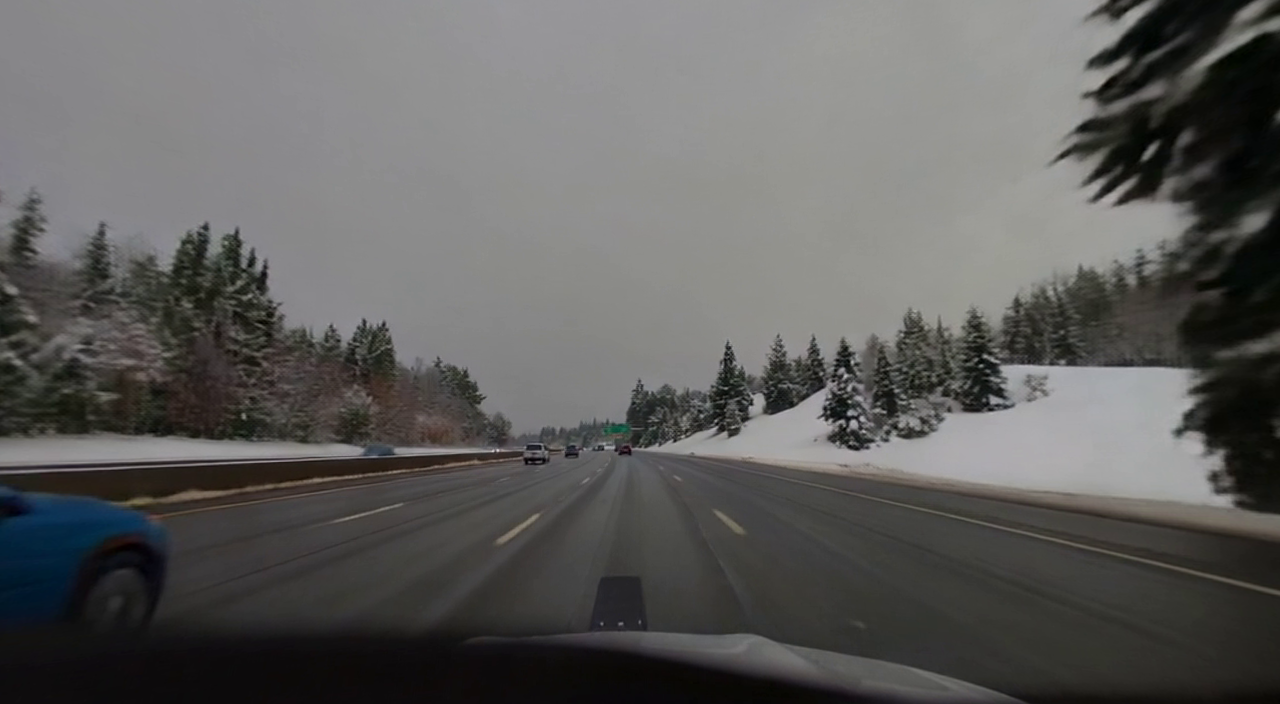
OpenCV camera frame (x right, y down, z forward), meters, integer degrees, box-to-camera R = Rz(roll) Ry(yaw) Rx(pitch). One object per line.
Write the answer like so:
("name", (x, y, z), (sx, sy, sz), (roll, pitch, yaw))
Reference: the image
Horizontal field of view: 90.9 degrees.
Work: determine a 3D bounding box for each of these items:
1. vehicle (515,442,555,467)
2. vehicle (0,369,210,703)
("vehicle", (-7.757, 7.621, 47.083), (2.179, 1.710, 5.160), (0, -8, 0))
("vehicle", (-4.255, 0.834, 2.266), (2.162, 1.724, 4.537), (0, -8, 0))
